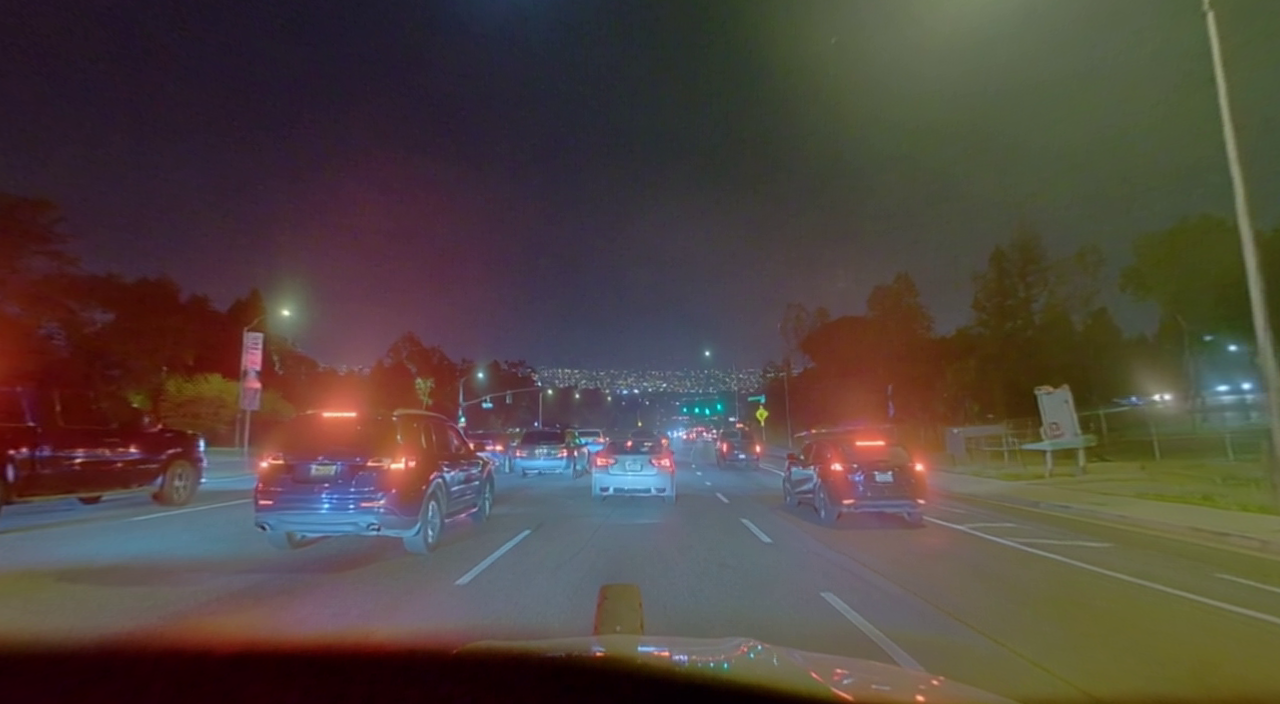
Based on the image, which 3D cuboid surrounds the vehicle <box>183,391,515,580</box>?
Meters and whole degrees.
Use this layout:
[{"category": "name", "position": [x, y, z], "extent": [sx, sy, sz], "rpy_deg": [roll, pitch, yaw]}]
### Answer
[{"category": "vehicle", "position": [-3.250, 1.625, 8.613], "extent": [2.111, 1.745, 5.274], "rpy_deg": [0, -8, -1]}]

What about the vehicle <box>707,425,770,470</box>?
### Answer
[{"category": "vehicle", "position": [4.350, 4.301, 28.607], "extent": [2.099, 1.845, 4.363], "rpy_deg": [0, -8, 0]}]

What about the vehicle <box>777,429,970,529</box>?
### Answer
[{"category": "vehicle", "position": [3.905, 2.182, 11.464], "extent": [1.884, 1.463, 4.195], "rpy_deg": [0, -8, 0]}]

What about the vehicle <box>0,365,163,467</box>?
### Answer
[{"category": "vehicle", "position": [-27.818, 2.761, 26.836], "extent": [3.181, 4.189, 14.107], "rpy_deg": [-1, -8, 5]}]

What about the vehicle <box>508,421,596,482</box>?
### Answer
[{"category": "vehicle", "position": [-2.828, 3.354, 21.459], "extent": [2.218, 1.829, 4.492], "rpy_deg": [0, -8, 2]}]

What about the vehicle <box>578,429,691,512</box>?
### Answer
[{"category": "vehicle", "position": [-0.078, 2.459, 13.611], "extent": [2.030, 1.477, 4.330], "rpy_deg": [0, -8, 1]}]
